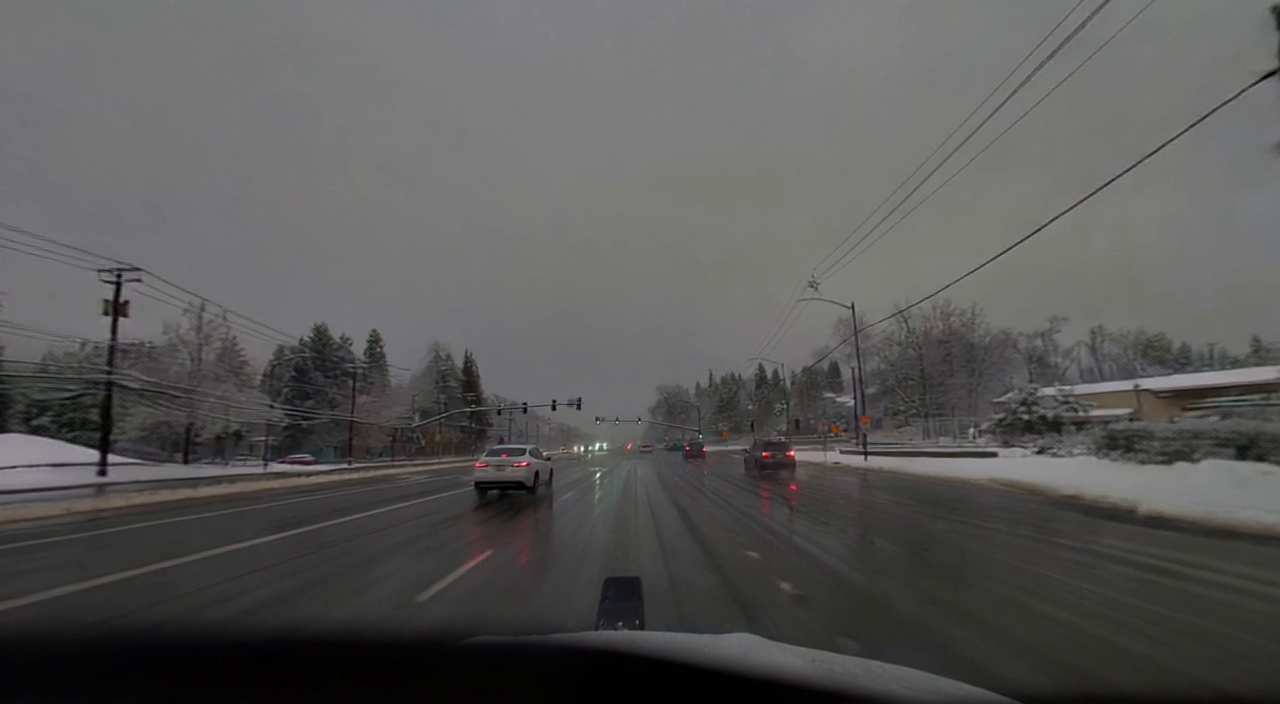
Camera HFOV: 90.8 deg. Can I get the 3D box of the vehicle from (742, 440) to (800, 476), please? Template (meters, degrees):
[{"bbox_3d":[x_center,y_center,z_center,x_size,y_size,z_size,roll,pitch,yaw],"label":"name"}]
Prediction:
[{"bbox_3d":[6.565,5.366,32.134,1.945,1.706,4.190,0,-9,-1],"label":"vehicle"}]

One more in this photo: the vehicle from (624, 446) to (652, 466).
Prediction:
[{"bbox_3d":[-0.134,7.901,48.186,2.098,1.431,3.958,0,-9,0],"label":"vehicle"}]

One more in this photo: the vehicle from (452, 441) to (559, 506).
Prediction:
[{"bbox_3d":[-3.358,3.112,16.627,1.837,1.463,4.311,0,-9,0],"label":"vehicle"}]
